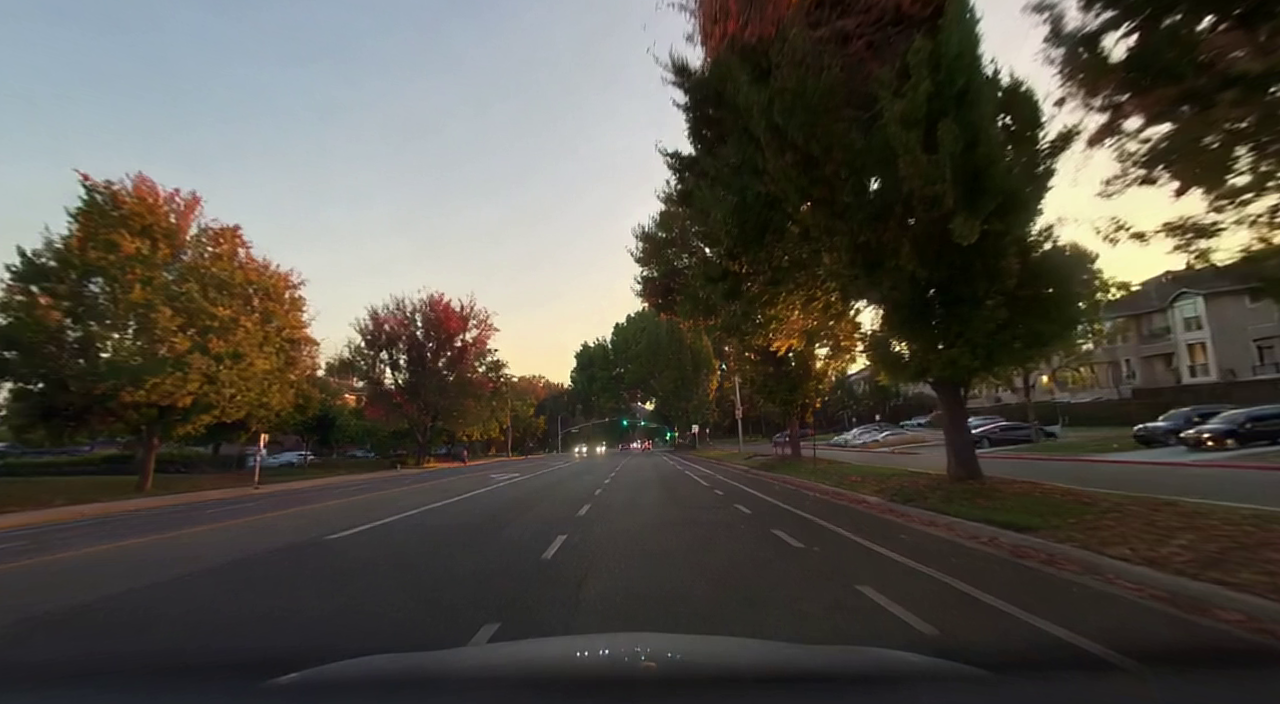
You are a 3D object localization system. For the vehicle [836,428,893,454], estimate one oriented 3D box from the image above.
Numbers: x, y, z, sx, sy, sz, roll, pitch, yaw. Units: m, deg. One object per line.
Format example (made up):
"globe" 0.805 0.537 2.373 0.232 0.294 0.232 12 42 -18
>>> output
"vehicle" 15.701 6.277 44.404 2.106 1.670 5.008 0 -8 -1

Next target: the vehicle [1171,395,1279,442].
"vehicle" 23.667 2.576 24.363 4.603 1.704 1.936 0 -8 -2

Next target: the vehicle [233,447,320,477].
"vehicle" -24.654 7.453 42.947 4.715 1.451 1.863 -5 -3 -3

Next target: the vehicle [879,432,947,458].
"vehicle" 16.055 5.520 37.441 1.849 1.415 4.801 0 -8 0

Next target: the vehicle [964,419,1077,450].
"vehicle" 22.544 4.924 37.602 5.268 1.720 2.149 -1 -8 1
